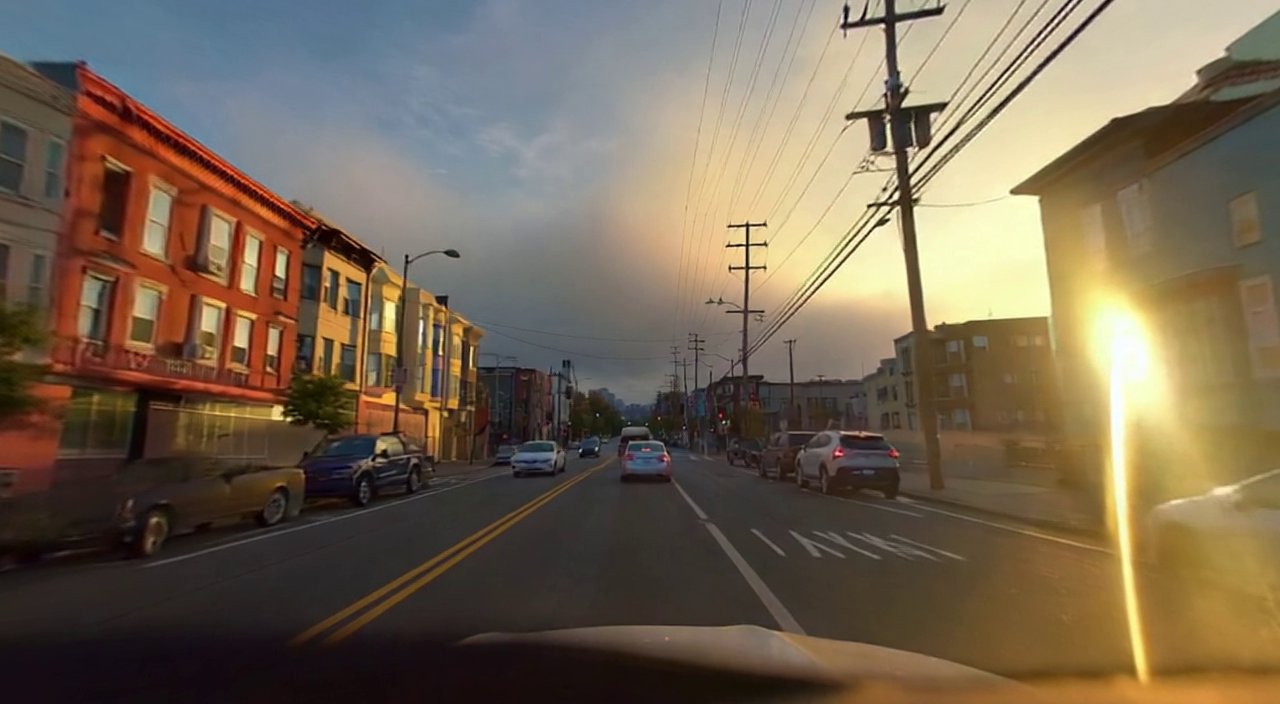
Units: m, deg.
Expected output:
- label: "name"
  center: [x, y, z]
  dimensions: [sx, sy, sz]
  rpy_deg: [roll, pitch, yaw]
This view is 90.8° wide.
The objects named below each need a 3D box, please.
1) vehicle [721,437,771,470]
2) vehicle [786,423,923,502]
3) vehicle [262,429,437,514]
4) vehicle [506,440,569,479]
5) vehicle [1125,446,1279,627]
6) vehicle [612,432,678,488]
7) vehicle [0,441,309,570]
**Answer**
- label: "vehicle"
  center: [6.574, 6.342, 39.701]
  dimensions: [2.197, 1.917, 5.637]
  rpy_deg: [0, -9, 0]
- label: "vehicle"
  center: [6.347, 3.369, 19.683]
  dimensions: [2.203, 2.052, 5.975]
  rpy_deg: [0, -9, 0]
- label: "vehicle"
  center: [-7.336, 3.023, 16.765]
  dimensions: [2.095, 1.847, 5.290]
  rpy_deg: [0, -8, 0]
- label: "vehicle"
  center: [-4.252, 4.535, 26.988]
  dimensions: [1.944, 1.515, 4.428]
  rpy_deg: [0, -9, 0]
- label: "vehicle"
  center: [6.520, 1.551, 5.100]
  dimensions: [1.842, 1.561, 4.084]
  rpy_deg: [1, -9, -2]
- label: "vehicle"
  center: [0.200, 3.530, 20.915]
  dimensions: [1.980, 1.635, 3.795]
  rpy_deg: [0, -9, 1]
- label: "vehicle"
  center: [-7.293, 2.198, 9.972]
  dimensions: [1.928, 1.552, 4.234]
  rpy_deg: [0, -8, -2]
